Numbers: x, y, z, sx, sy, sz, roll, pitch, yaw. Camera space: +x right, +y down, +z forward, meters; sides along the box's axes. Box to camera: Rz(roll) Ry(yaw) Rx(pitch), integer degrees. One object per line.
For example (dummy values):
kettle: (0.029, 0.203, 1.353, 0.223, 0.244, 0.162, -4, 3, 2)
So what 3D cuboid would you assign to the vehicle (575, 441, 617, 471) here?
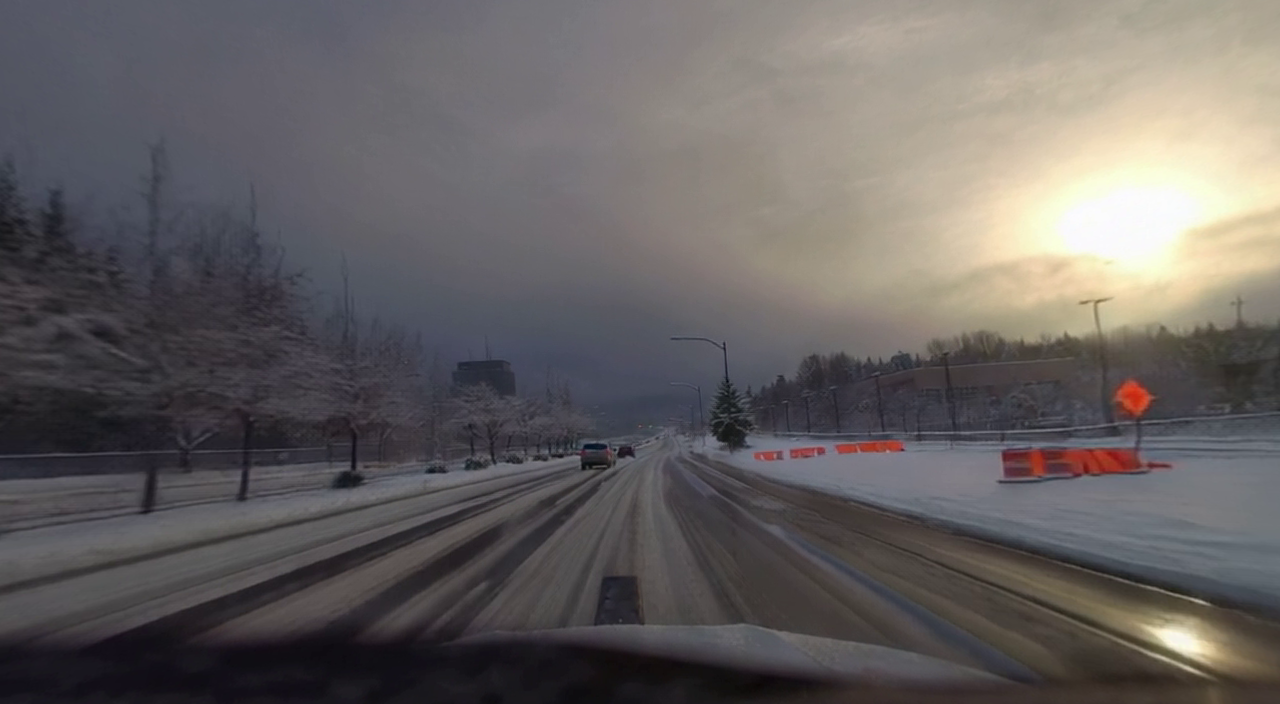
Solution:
vehicle: (-2.539, 6.113, 37.473, 2.121, 1.654, 3.993, 0, -8, 1)
